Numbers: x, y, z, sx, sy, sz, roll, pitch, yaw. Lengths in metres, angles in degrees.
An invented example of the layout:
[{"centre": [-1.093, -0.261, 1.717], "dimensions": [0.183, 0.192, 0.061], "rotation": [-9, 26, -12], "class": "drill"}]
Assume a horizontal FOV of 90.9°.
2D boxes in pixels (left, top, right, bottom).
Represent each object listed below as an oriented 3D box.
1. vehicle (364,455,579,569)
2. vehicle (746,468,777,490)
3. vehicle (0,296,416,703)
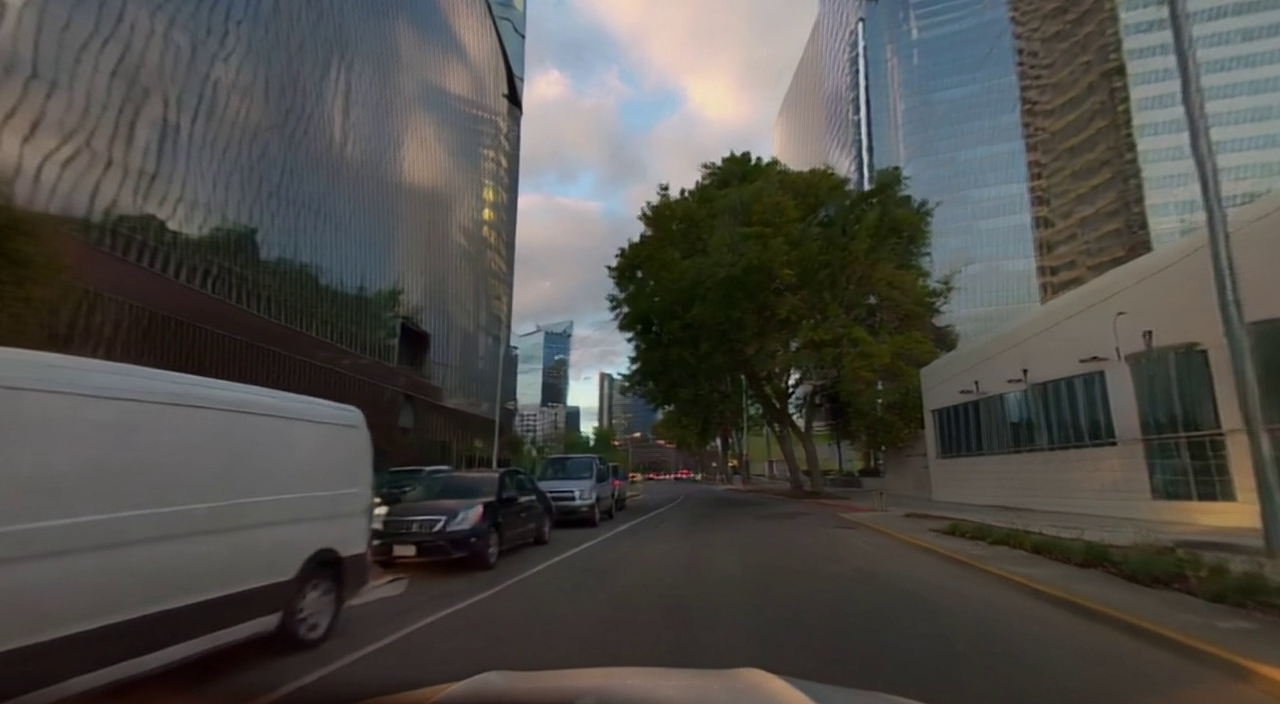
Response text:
[{"centre": [-2.549, 2.618, 10.954], "dimensions": [1.853, 1.495, 4.632], "rotation": [-3, -11, 9], "class": "vehicle"}, {"centre": [8.576, 9.004, 44.835], "dimensions": [1.899, 1.470, 3.666], "rotation": [-1, -10, 7], "class": "vehicle"}, {"centre": [-3.556, 0.970, 3.479], "dimensions": [2.104, 2.013, 5.252], "rotation": [-3, -11, 8], "class": "vehicle"}]
